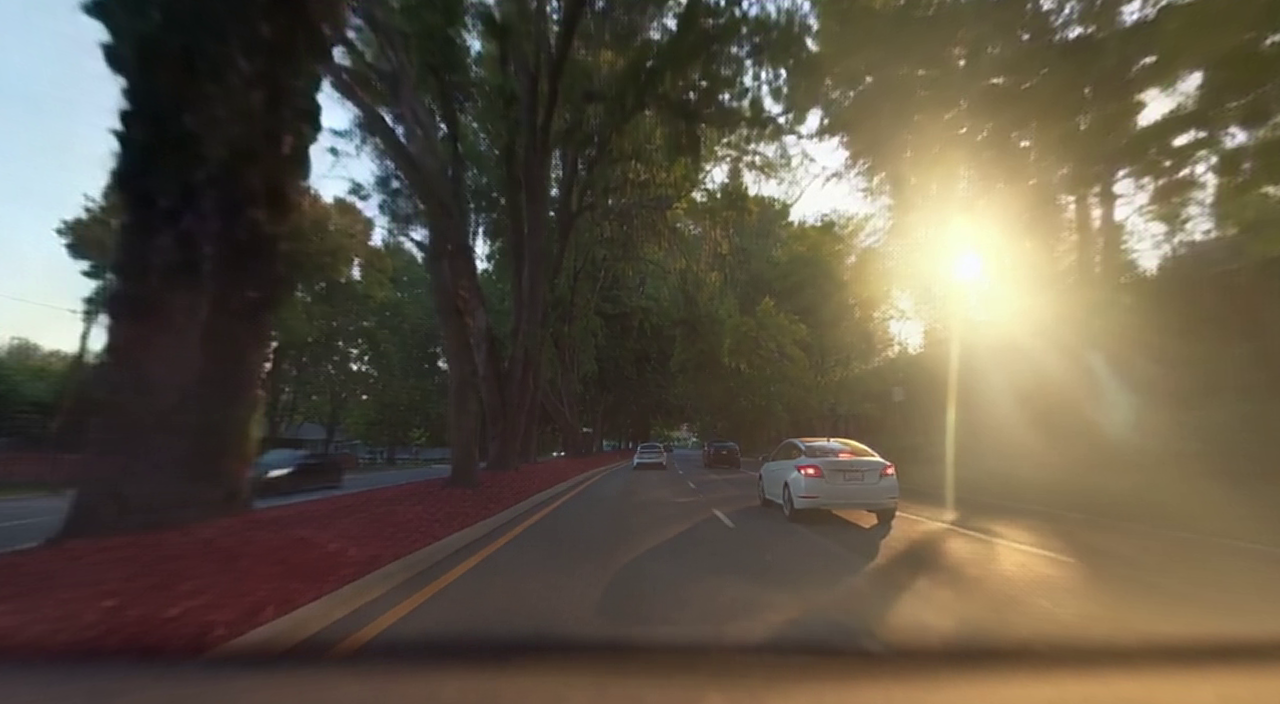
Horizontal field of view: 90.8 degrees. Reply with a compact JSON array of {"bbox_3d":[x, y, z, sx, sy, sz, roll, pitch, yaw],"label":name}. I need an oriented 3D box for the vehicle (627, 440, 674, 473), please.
[{"bbox_3d":[0.566,4.987,30.322,2.082,1.473,4.028,0,-8,2],"label":"vehicle"}]

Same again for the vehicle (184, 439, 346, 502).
[{"bbox_3d":[-11.106,3.520,19.207,2.067,1.657,4.510,0,-8,1],"label":"vehicle"}]

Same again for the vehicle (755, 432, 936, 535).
[{"bbox_3d":[3.499,2.300,11.704,1.985,1.529,4.147,0,-8,1],"label":"vehicle"}]

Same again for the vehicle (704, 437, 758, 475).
[{"bbox_3d":[4.271,4.957,30.347,2.074,1.652,4.340,0,-8,2],"label":"vehicle"}]
